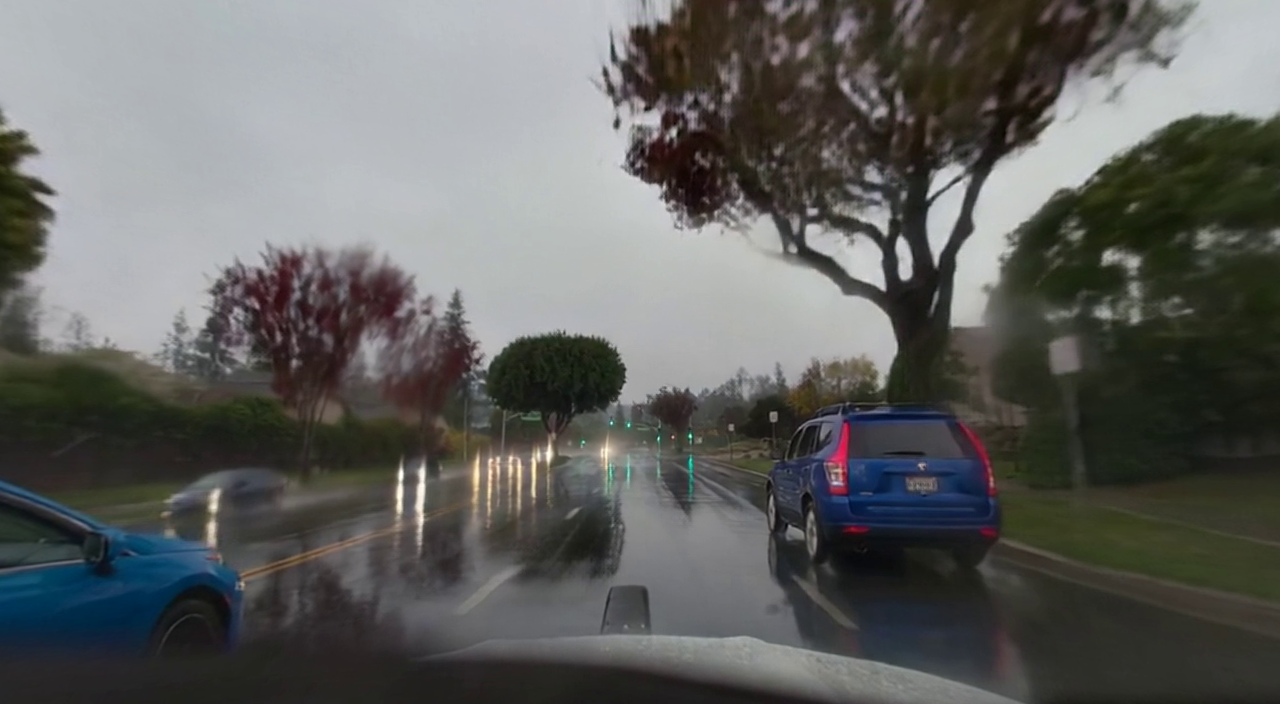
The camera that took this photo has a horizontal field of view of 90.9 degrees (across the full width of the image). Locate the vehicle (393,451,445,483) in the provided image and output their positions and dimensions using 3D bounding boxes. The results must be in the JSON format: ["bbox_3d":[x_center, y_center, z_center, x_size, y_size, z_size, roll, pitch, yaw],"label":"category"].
[{"bbox_3d":[-13.541,7.033,38.836,1.931,1.788,4.224,0,-9,-4],"label":"vehicle"}]

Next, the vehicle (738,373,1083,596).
[{"bbox_3d":[2.962,1.653,8.771,2.338,2.063,5.592,-1,-8,1],"label":"vehicle"}]

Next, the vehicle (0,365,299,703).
[{"bbox_3d":[-3.333,0.836,1.891,2.058,1.659,4.514,-1,-8,0],"label":"vehicle"}]
